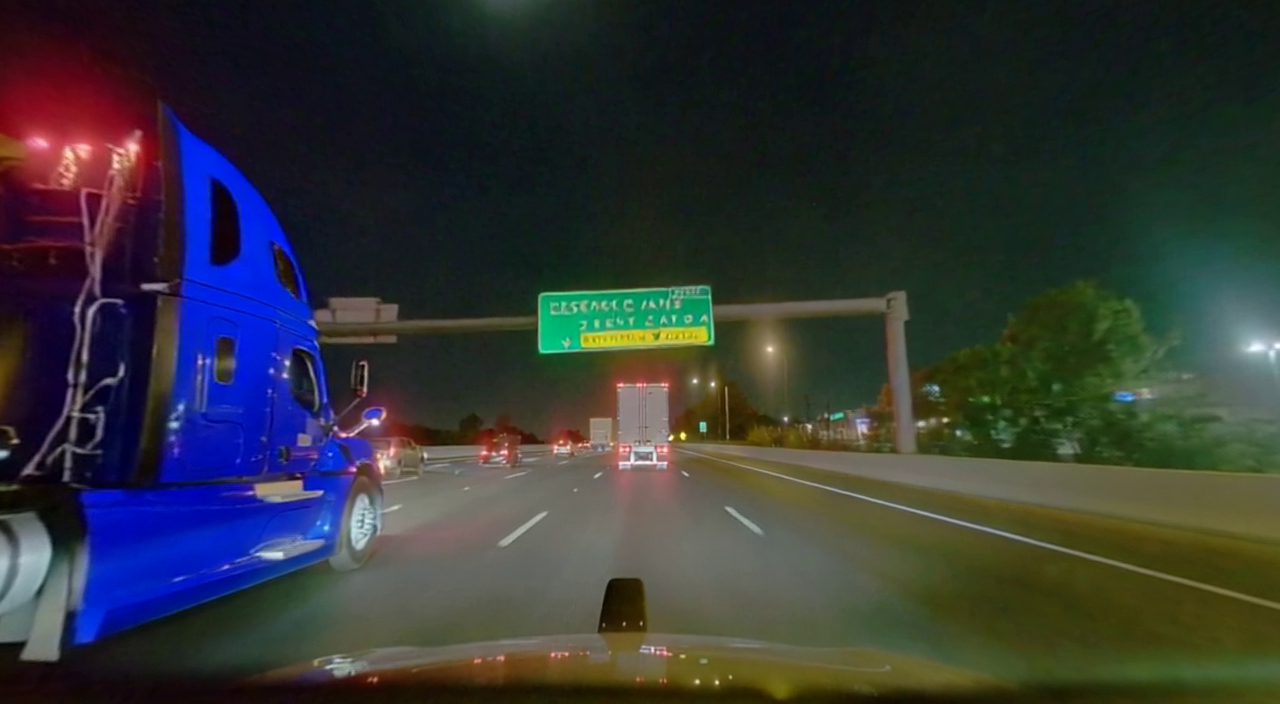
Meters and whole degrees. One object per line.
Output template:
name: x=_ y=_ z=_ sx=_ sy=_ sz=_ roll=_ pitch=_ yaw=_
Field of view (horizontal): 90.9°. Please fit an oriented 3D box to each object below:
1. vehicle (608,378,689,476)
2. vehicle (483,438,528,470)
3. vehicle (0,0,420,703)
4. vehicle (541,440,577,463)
vehicle: x=0.270 y=3.481 z=28.092 sx=2.941 sy=3.604 sz=9.851 roll=0 pitch=-9 yaw=0
vehicle: x=-7.041 y=5.349 z=33.238 sx=1.736 sy=1.580 sz=2.778 roll=0 pitch=-9 yaw=0
vehicle: x=-4.030 y=-0.046 z=2.425 sx=3.061 sy=3.891 sz=8.658 roll=0 pitch=-9 yaw=1
vehicle: x=-5.423 y=6.722 z=42.783 sx=1.933 sy=1.459 sz=4.478 roll=0 pitch=-9 yaw=-2
